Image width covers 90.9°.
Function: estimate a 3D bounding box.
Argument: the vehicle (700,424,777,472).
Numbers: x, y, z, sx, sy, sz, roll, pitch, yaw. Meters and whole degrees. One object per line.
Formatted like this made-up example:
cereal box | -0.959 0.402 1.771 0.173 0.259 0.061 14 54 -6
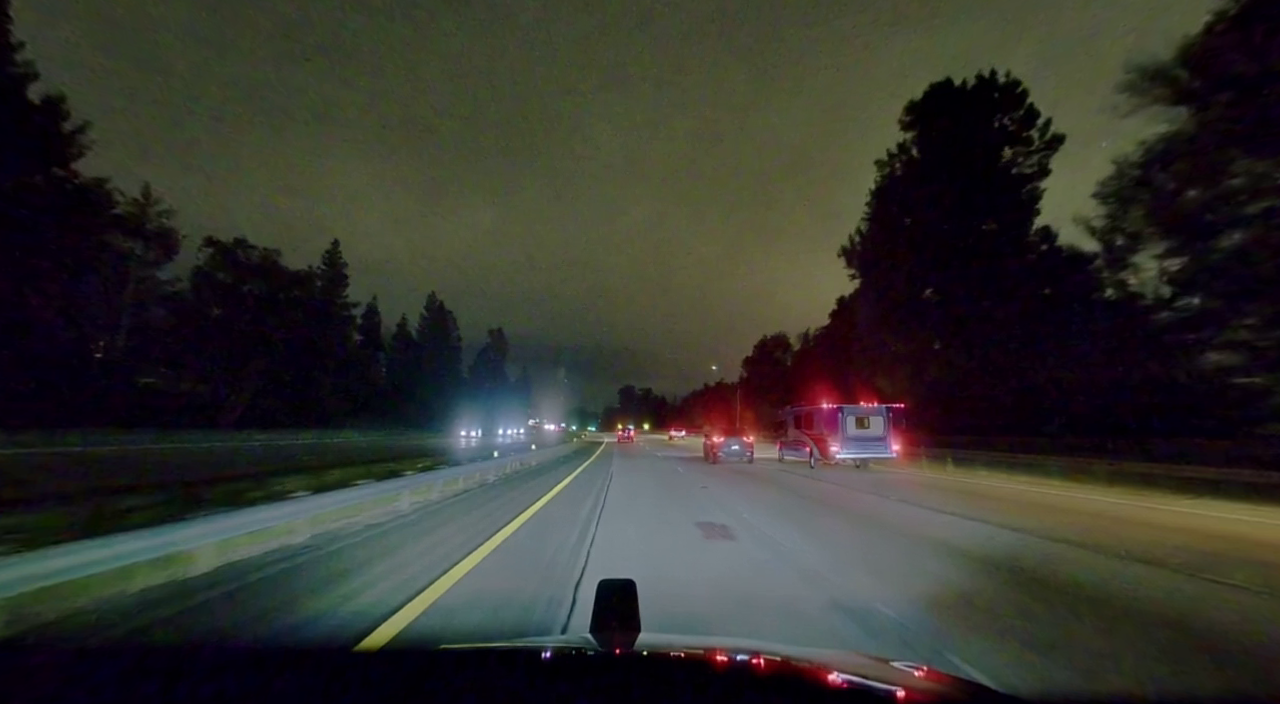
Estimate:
vehicle | 3.472 3.462 22.937 2.002 1.569 3.845 0 -8 -2
